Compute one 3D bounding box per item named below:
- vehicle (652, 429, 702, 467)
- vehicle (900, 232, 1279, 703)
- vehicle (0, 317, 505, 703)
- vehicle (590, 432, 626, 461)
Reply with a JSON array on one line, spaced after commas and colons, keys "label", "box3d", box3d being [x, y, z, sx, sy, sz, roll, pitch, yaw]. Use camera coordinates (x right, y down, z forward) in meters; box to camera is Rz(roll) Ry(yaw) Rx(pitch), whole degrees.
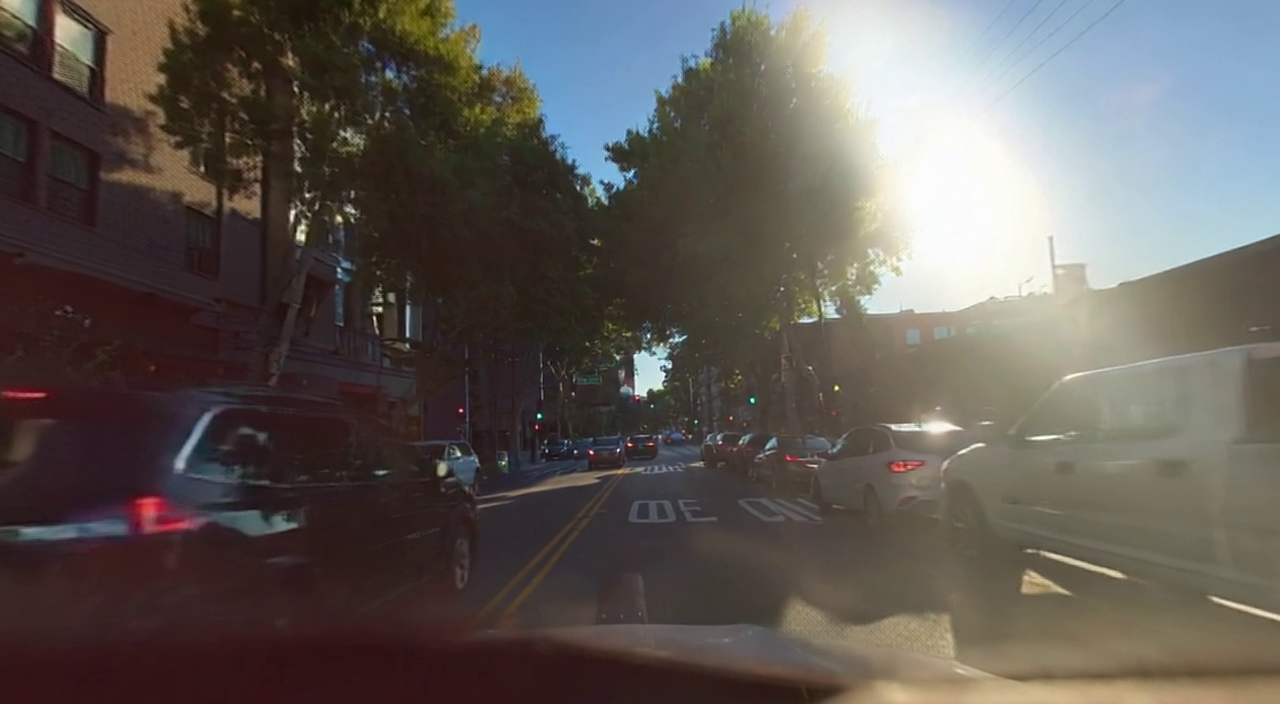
[{"label": "vehicle", "box3d": [1.810, 4.507, 29.612, 2.111, 1.619, 4.077, -1, -8, 6]}, {"label": "vehicle", "box3d": [3.699, 0.658, 3.174, 2.356, 2.043, 5.791, -1, -8, 1]}, {"label": "vehicle", "box3d": [-2.818, 1.184, 4.615, 2.333, 1.832, 5.200, -1, -8, 2]}, {"label": "vehicle", "box3d": [-1.988, 5.941, 39.793, 1.979, 1.723, 3.849, -1, -8, 1]}]
